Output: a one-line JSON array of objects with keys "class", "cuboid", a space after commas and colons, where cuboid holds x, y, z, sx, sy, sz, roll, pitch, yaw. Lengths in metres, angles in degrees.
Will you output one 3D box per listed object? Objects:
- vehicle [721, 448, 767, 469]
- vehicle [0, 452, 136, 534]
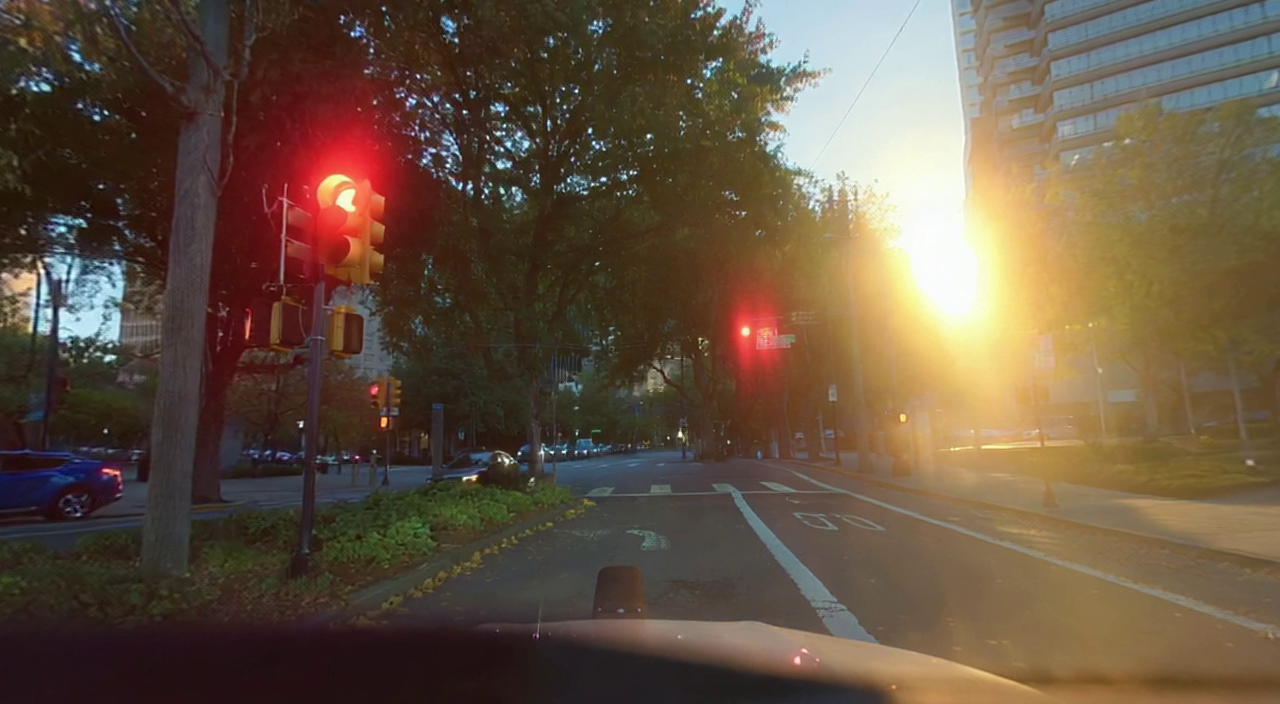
[{"class": "vehicle", "cuboid": [7.868, 8.125, 48.415, 1.829, 1.440, 4.384, 2, -9, -14]}, {"class": "vehicle", "cuboid": [-12.853, 2.716, 12.272, 4.598, 1.490, 1.816, 7, -11, -40]}]
